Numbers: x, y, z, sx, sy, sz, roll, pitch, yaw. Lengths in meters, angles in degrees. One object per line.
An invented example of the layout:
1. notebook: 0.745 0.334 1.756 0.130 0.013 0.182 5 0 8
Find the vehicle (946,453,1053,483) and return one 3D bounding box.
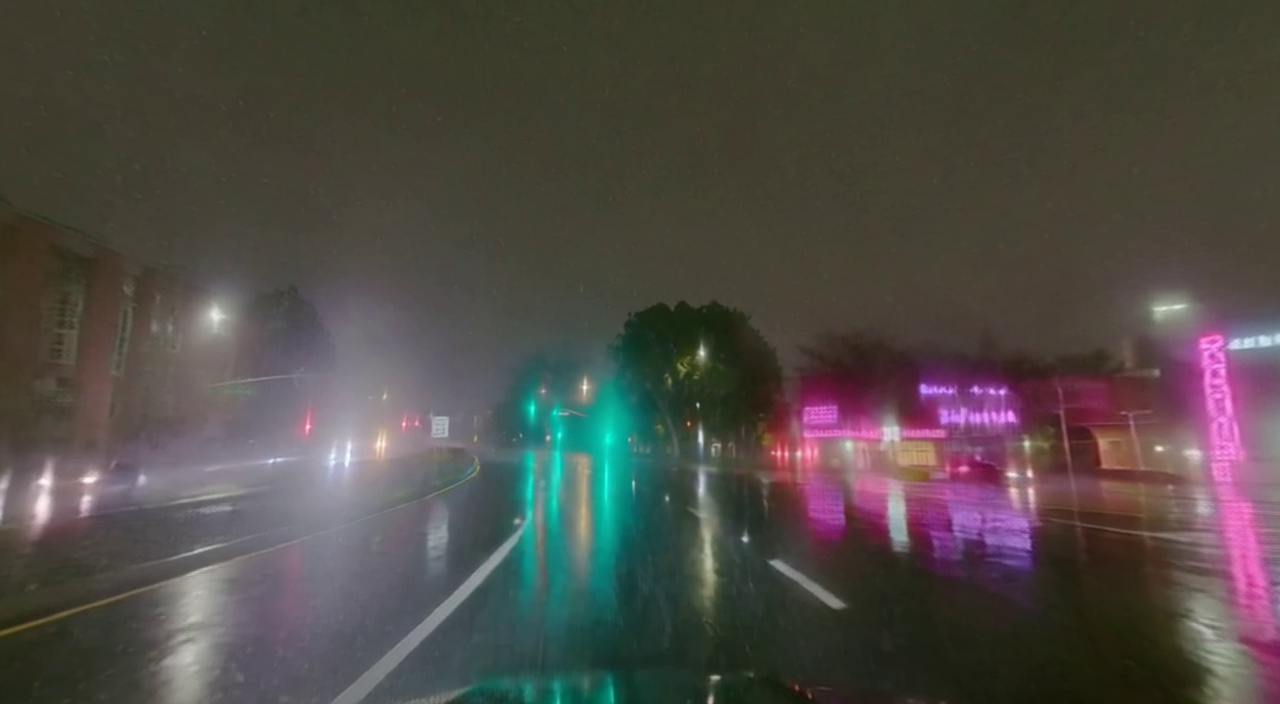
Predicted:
1. vehicle: 21.003 6.811 36.998 4.946 1.656 2.139 0 -9 2
